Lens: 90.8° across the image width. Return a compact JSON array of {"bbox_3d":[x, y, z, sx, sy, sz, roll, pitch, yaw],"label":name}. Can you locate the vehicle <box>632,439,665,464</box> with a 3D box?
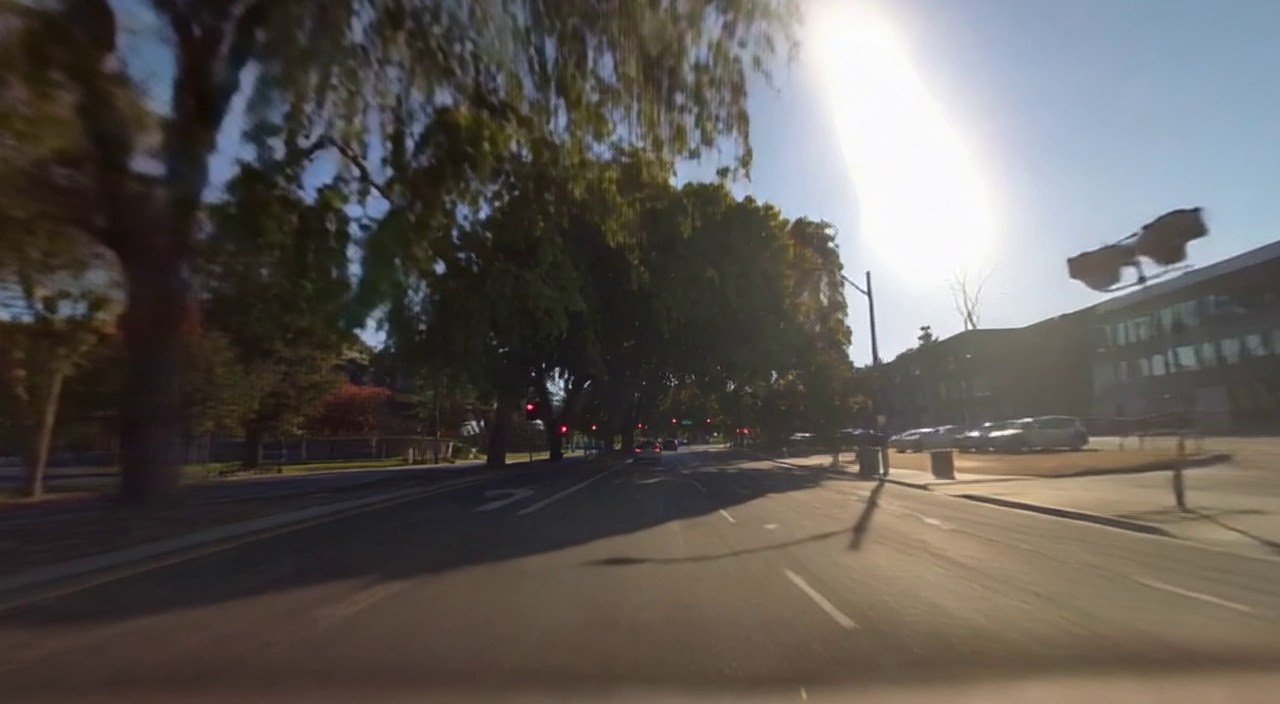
[{"bbox_3d":[0.599,6.592,42.174,2.037,1.568,3.693,-1,-8,3],"label":"vehicle"}]
